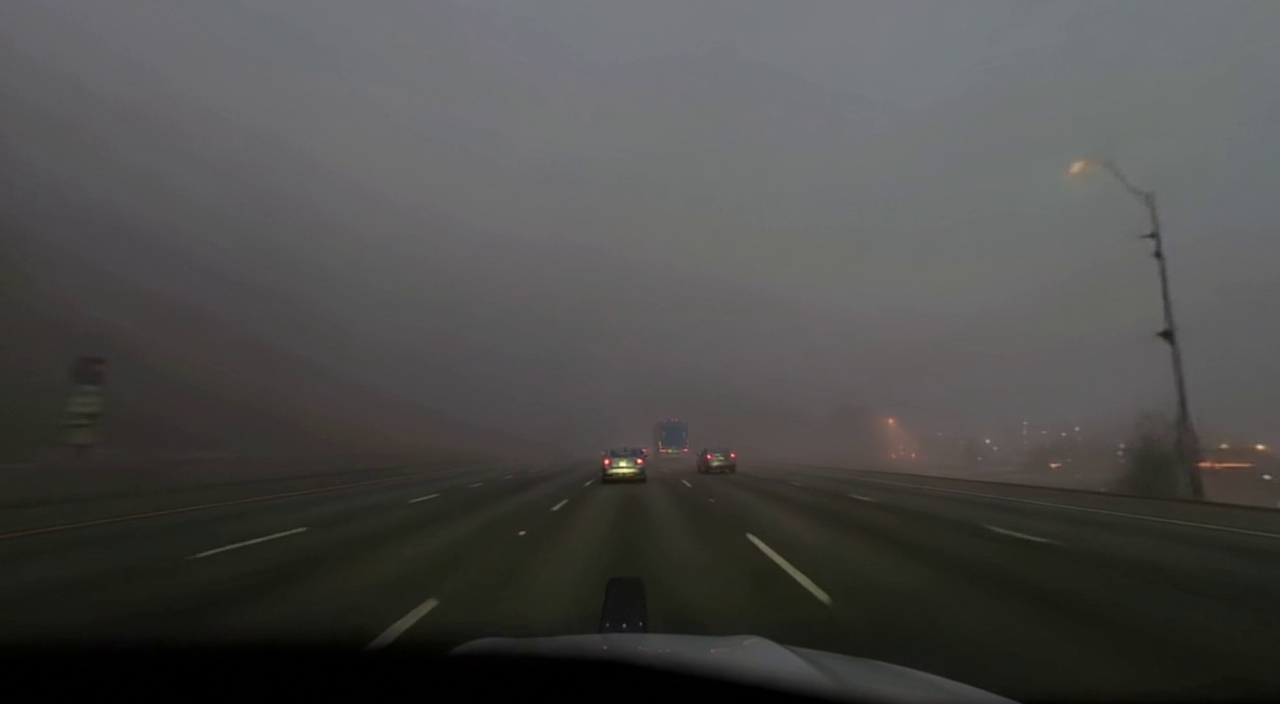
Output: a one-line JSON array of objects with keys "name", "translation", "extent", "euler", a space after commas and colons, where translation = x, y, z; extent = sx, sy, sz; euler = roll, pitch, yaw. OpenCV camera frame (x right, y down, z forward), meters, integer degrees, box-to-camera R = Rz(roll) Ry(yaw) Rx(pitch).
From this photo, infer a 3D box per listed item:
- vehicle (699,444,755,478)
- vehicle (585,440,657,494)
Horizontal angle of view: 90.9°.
[{"name": "vehicle", "translation": [3.986, 5.070, 29.678], "extent": [1.971, 1.472, 4.301], "euler": [0, -8, -1]}, {"name": "vehicle", "translation": [-0.499, 3.573, 20.016], "extent": [2.020, 1.516, 3.951], "euler": [-1, -9, 2]}]
